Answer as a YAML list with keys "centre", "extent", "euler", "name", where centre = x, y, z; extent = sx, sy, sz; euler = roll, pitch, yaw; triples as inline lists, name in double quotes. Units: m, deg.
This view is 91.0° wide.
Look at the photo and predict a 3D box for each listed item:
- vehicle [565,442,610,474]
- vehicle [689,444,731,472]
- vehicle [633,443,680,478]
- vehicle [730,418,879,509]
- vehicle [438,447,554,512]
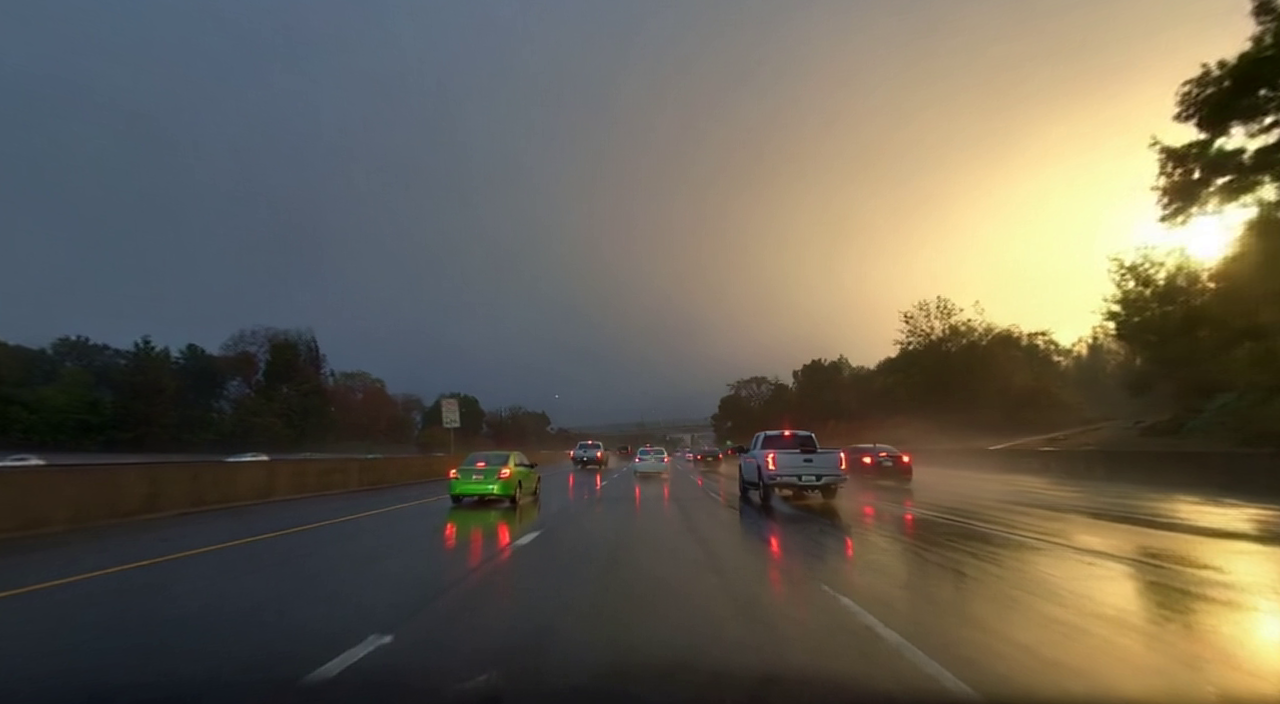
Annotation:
- centre: [-3.066, 6.341, 38.032]
  extent: [2.176, 1.783, 4.799]
  euler: [0, -9, 1]
  name: "vehicle"
- centre: [4.460, 6.813, 40.725]
  extent: [2.145, 1.636, 4.437]
  euler: [0, -9, 0]
  name: "vehicle"
- centre: [0.761, 5.281, 30.926]
  extent: [2.147, 1.572, 4.094]
  euler: [0, -9, 0]
  name: "vehicle"
- centre: [3.951, 2.824, 16.411]
  extent: [2.340, 1.925, 5.529]
  euler: [0, -9, 0]
  name: "vehicle"
- centre: [-3.553, 3.213, 16.419]
  extent: [1.947, 1.424, 4.264]
  euler: [0, -9, 1]
  name: "vehicle"
